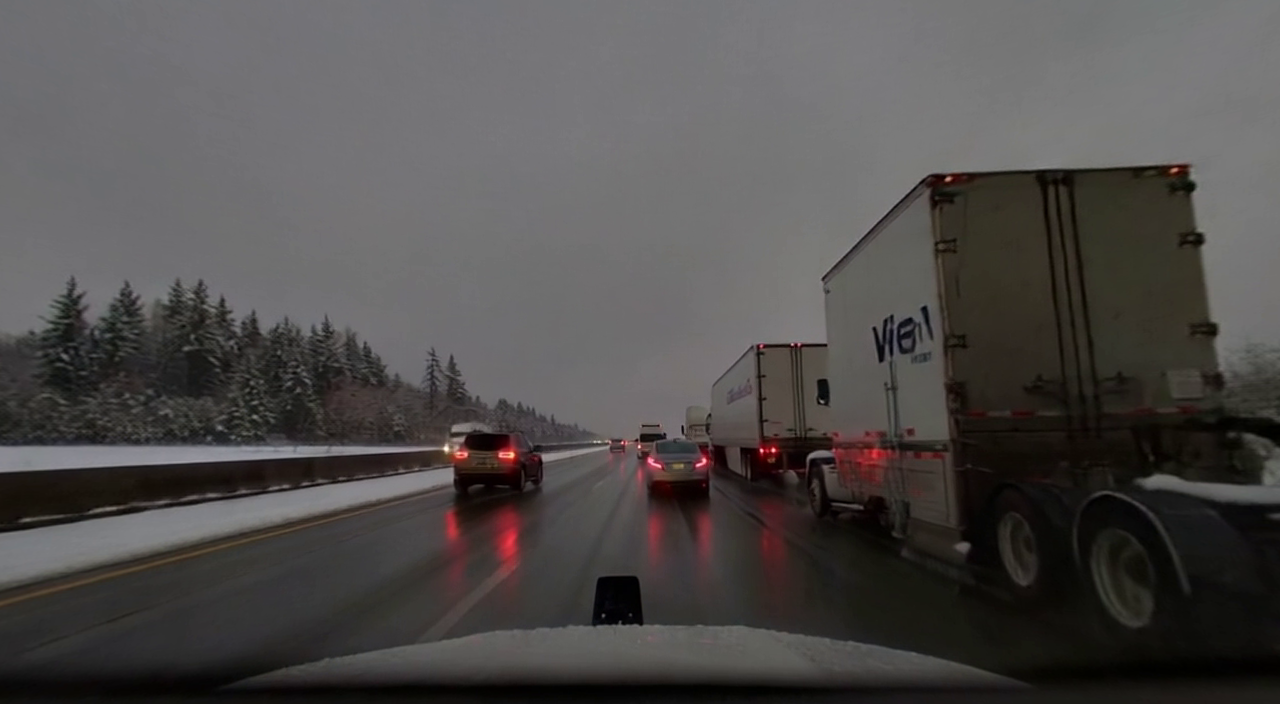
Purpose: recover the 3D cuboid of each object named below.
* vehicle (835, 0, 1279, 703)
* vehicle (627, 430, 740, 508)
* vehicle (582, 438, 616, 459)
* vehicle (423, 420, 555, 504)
[{"bbox_3d":[4.545,-0.573,1.820,2.967,4.347,15.373,0,-8,0],"label":"vehicle"},{"bbox_3d":[0.848,2.568,14.419,2.200,1.495,4.282,0,-8,0],"label":"vehicle"},{"bbox_3d":[-3.151,7.509,49.309,2.181,1.538,4.169,0,-8,2],"label":"vehicle"},{"bbox_3d":[-3.448,2.605,15.437,2.006,1.729,4.447,0,-8,2],"label":"vehicle"}]
